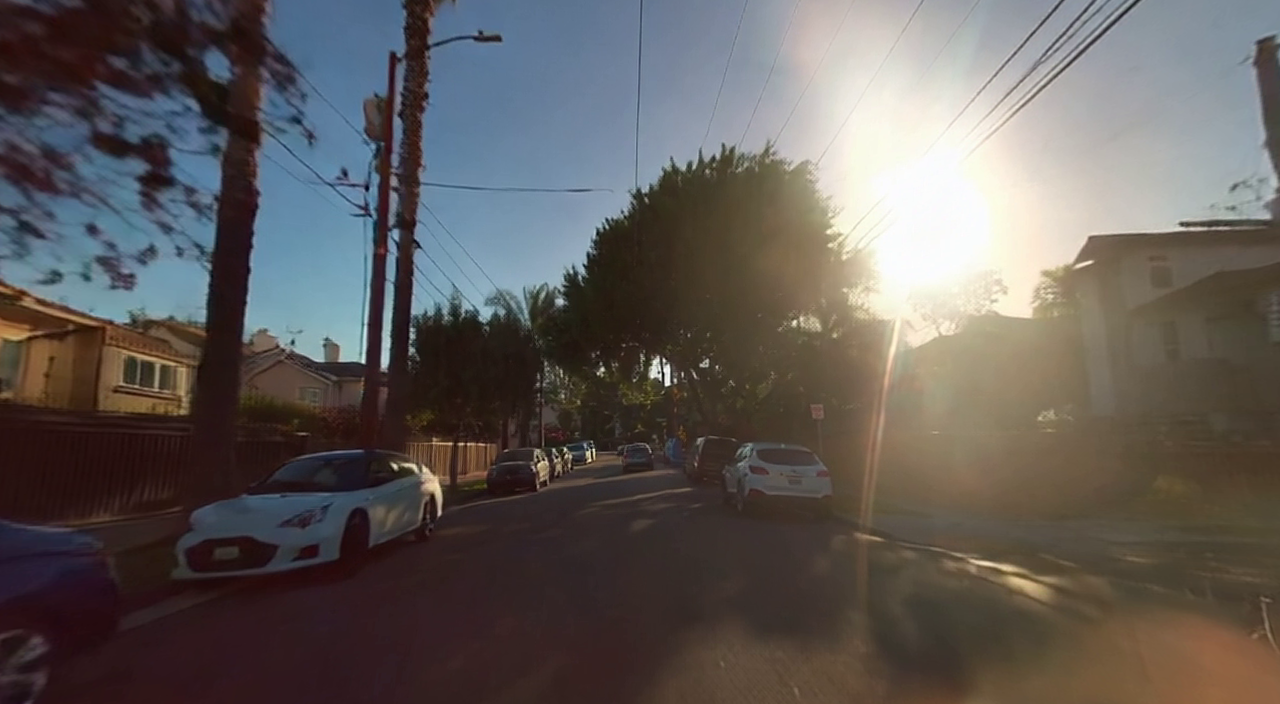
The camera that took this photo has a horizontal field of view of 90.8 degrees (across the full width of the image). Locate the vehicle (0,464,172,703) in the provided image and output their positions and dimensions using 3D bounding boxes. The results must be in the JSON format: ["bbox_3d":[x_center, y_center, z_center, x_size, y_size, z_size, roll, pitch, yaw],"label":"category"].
[{"bbox_3d":[-4.115,1.075,1.643,1.875,1.389,5.094,0,-8,0],"label":"vehicle"}]

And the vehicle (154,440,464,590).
[{"bbox_3d":[-4.188,2.088,9.204,1.769,1.551,5.040,0,-8,0],"label":"vehicle"}]

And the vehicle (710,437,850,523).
[{"bbox_3d":[2.922,2.785,14.393,2.060,1.614,4.652,0,-8,-1],"label":"vehicle"}]

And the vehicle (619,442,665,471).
[{"bbox_3d":[0.020,5.775,35.165,2.081,1.483,4.599,1,-8,-6],"label":"vehicle"}]

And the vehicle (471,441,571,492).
[{"bbox_3d":[-3.934,3.907,22.021,2.130,1.543,5.386,-1,-8,3],"label":"vehicle"}]
